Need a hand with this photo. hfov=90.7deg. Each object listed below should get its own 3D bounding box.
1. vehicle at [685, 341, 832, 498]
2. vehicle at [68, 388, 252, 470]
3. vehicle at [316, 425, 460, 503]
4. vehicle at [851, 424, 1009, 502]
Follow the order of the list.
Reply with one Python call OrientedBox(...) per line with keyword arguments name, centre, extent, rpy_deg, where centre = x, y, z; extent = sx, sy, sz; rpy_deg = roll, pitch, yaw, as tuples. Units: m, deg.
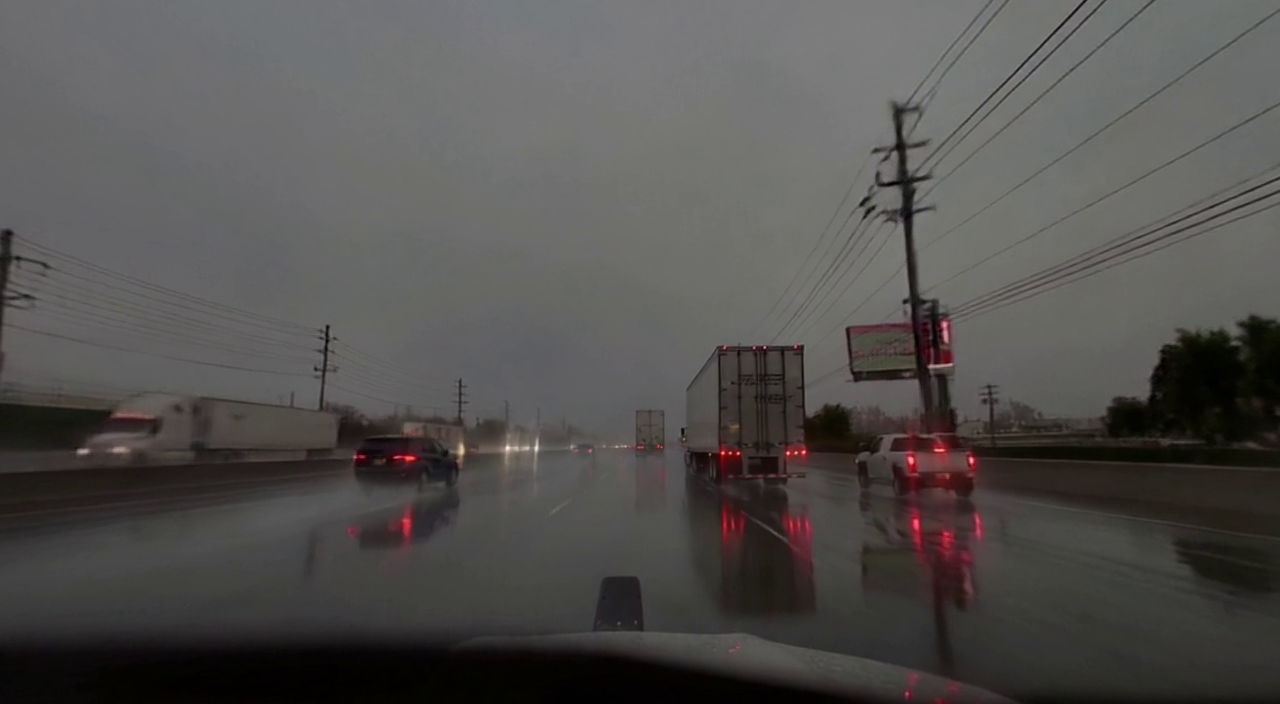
OrientedBox(name="vehicle", centre=(3.726, 3.009, 25.136), extent=(2.892, 4.152, 16.575), rpy_deg=(0, -9, 1))
OrientedBox(name="vehicle", centre=(-28.162, 4.780, 38.121), extent=(3.005, 4.241, 9.960), rpy_deg=(0, -9, 1))
OrientedBox(name="vehicle", centre=(-6.696, 3.030, 17.487), extent=(2.004, 1.846, 4.739), rpy_deg=(0, -9, 0))
OrientedBox(name="vehicle", centre=(7.696, 3.001, 17.439), extent=(2.115, 1.844, 4.522), rpy_deg=(0, -9, -1))
